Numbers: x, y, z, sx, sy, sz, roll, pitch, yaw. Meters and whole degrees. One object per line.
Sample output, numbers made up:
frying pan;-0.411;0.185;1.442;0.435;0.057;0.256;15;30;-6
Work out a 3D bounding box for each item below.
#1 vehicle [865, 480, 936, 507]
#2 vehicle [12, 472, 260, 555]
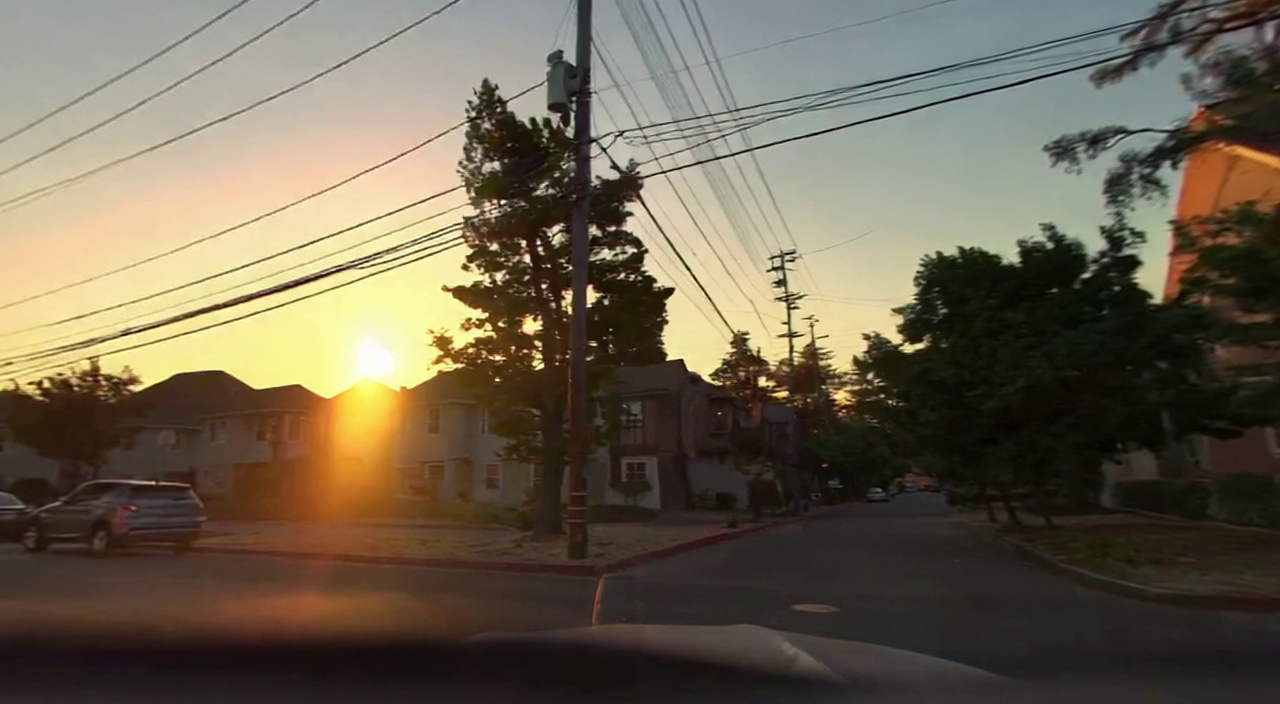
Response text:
vehicle;19.231;10.436;46.427;4.700;1.677;1.927;-4;-10;24
vehicle;-11.781;3.737;14.695;5.170;1.626;2.272;-7;-13;24
